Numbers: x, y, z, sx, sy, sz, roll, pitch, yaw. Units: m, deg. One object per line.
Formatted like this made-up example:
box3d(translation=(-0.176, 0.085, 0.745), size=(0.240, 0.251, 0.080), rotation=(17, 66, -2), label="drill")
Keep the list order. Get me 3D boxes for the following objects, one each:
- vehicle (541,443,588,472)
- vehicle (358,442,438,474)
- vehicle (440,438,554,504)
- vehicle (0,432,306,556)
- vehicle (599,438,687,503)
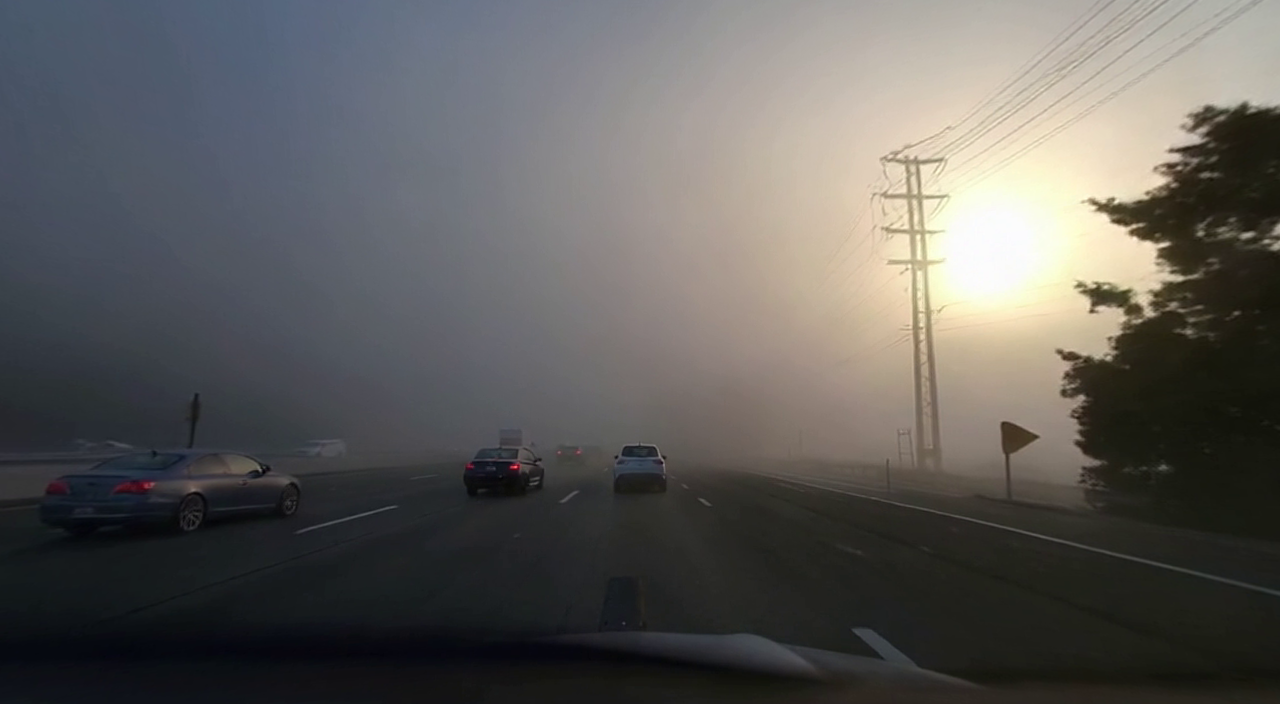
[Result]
box3d(translation=(-3.932, 5.568, 33.494), size=(2.013, 1.437, 3.801), rotation=(0, -9, 0), label="vehicle")
box3d(translation=(-12.100, 5.321, 31.912), size=(2.089, 1.500, 4.780), rotation=(0, -9, 1), label="vehicle")
box3d(translation=(-3.502, 2.985, 16.281), size=(1.912, 1.464, 4.115), rotation=(0, -9, 1), label="vehicle")
box3d(translation=(-7.372, 2.016, 9.738), size=(1.867, 1.445, 4.499), rotation=(0, -9, 1), label="vehicle")
box3d(translation=(0.033, 3.059, 16.757), size=(2.018, 1.470, 4.491), rotation=(0, -9, -1), label="vehicle")
